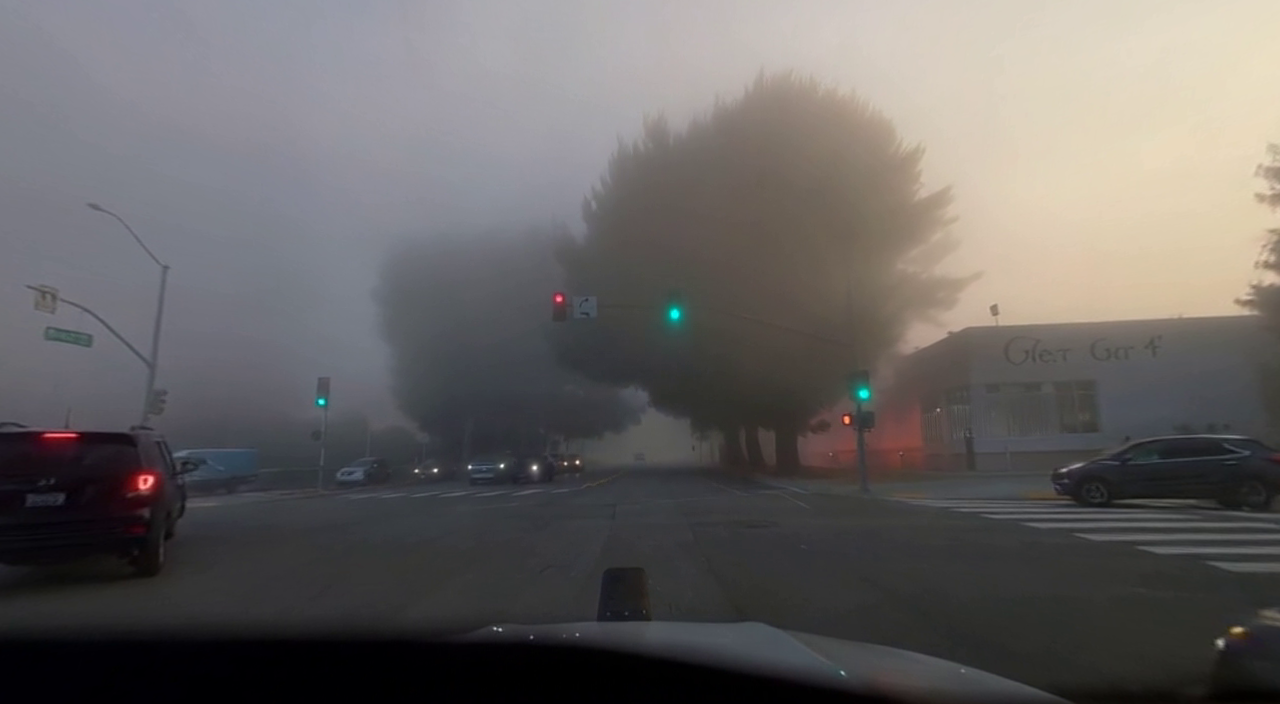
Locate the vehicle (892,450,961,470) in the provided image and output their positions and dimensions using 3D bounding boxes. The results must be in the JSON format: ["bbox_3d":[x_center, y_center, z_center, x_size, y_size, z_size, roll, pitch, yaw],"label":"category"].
[{"bbox_3d":[20.586,7.778,45.382,4.120,1.340,1.654,-1,-9,5],"label":"vehicle"}]

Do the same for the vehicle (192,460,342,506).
[{"bbox_3d":[-14.354,5.027,24.655,2.011,1.480,4.747,-3,-9,20],"label":"vehicle"}]

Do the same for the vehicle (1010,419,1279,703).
[{"bbox_3d":[3.610,0.977,2.241,1.966,1.490,4.429,0,-9,1],"label":"vehicle"}]

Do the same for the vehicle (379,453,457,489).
[{"bbox_3d":[-10.604,5.711,30.558,2.041,1.548,4.868,0,-9,0],"label":"vehicle"}]

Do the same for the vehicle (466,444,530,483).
[{"bbox_3d":[-7.137,5.665,32.299,2.081,1.818,4.782,0,-9,1],"label":"vehicle"}]

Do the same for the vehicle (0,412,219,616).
[{"bbox_3d":[-6.779,1.741,7.693,2.000,1.789,4.638,4,-9,-26],"label":"vehicle"}]

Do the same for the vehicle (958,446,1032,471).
[{"bbox_3d":[21.509,6.453,38.237,3.576,1.425,1.702,2,-9,-11],"label":"vehicle"}]
